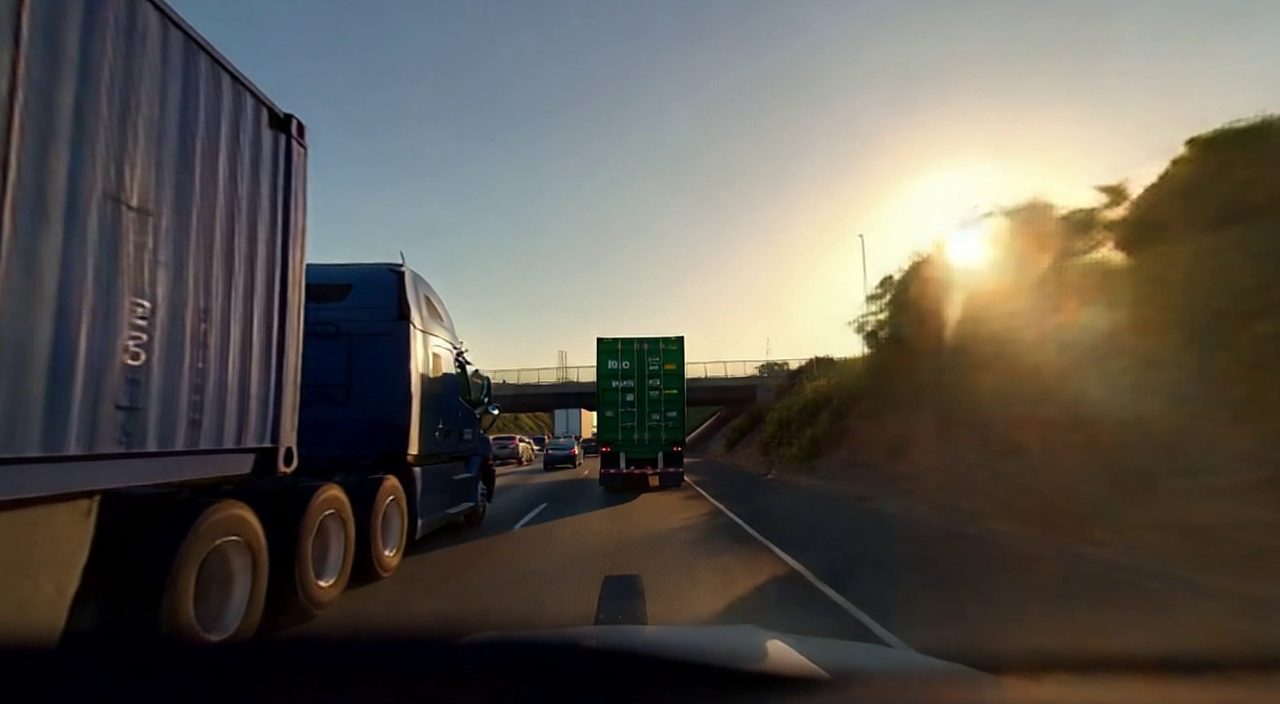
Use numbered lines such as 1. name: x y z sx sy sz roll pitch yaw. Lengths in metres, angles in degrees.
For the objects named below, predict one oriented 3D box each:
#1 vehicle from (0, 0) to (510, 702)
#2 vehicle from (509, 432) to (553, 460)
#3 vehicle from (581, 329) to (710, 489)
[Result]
1. vehicle: -3.740 0.290 6.846 3.187 3.949 6.963 0 -9 0
2. vehicle: -7.213 6.264 42.238 2.163 1.772 4.244 0 -9 0
3. vehicle: 0.062 2.021 20.502 3.357 4.212 7.519 0 -9 -1
